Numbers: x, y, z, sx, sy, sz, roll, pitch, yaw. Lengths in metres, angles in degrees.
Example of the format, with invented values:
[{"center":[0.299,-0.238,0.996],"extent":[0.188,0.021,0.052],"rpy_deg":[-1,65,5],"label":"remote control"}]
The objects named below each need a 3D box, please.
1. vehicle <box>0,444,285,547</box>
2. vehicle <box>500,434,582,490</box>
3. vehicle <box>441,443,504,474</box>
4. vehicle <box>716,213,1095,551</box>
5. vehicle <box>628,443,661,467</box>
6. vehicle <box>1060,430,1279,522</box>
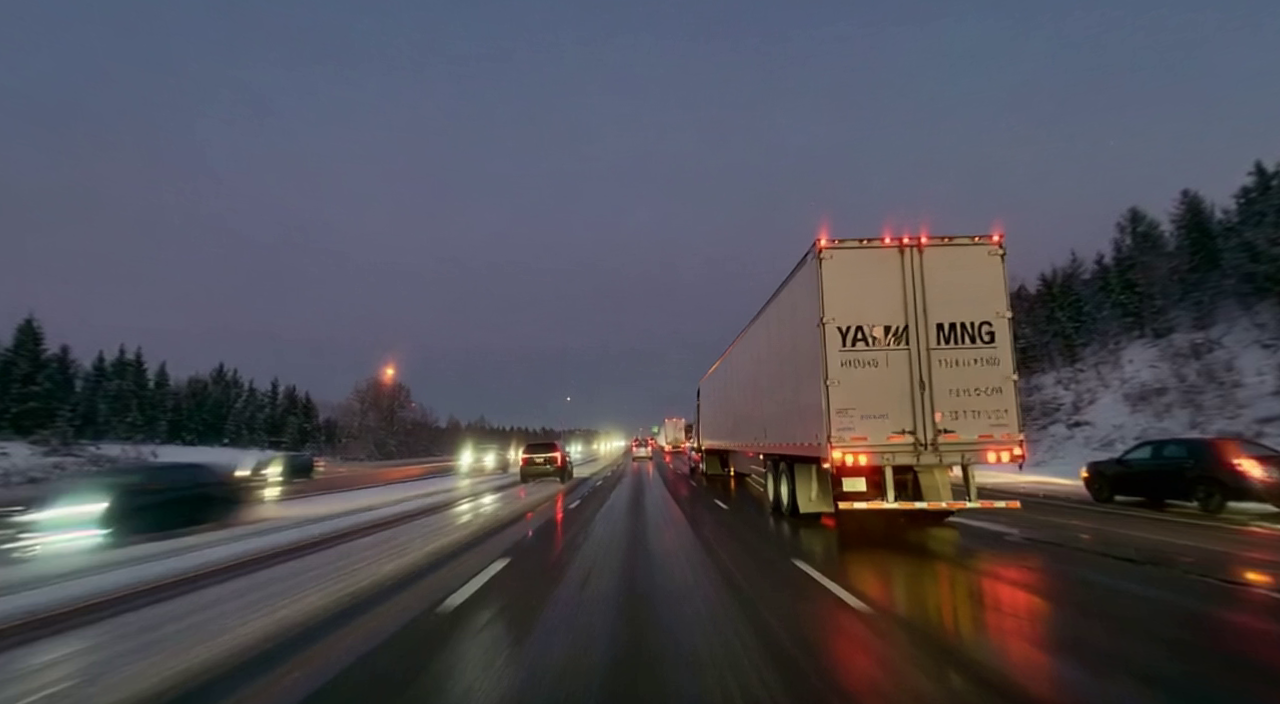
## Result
[{"center":[-8.958,2.467,11.626],"extent":[2.042,1.482,4.708],"rpy_deg":[0,-9,1],"label":"vehicle"},{"center":[-3.278,3.753,21.823],"extent":[2.058,1.711,4.226],"rpy_deg":[0,-9,1],"label":"vehicle"},{"center":[-8.915,5.696,33.974],"extent":[2.080,1.546,4.386],"rpy_deg":[0,-9,1],"label":"vehicle"},{"center":[3.863,1.221,13.800],"extent":[2.821,4.077,12.562],"rpy_deg":[0,-9,0],"label":"vehicle"},{"center":[0.263,6.808,41.721],"extent":[2.063,1.469,4.208],"rpy_deg":[0,-9,-1],"label":"vehicle"},{"center":[11.016,2.367,12.633],"extent":[1.917,1.471,4.759],"rpy_deg":[0,-9,0],"label":"vehicle"}]
